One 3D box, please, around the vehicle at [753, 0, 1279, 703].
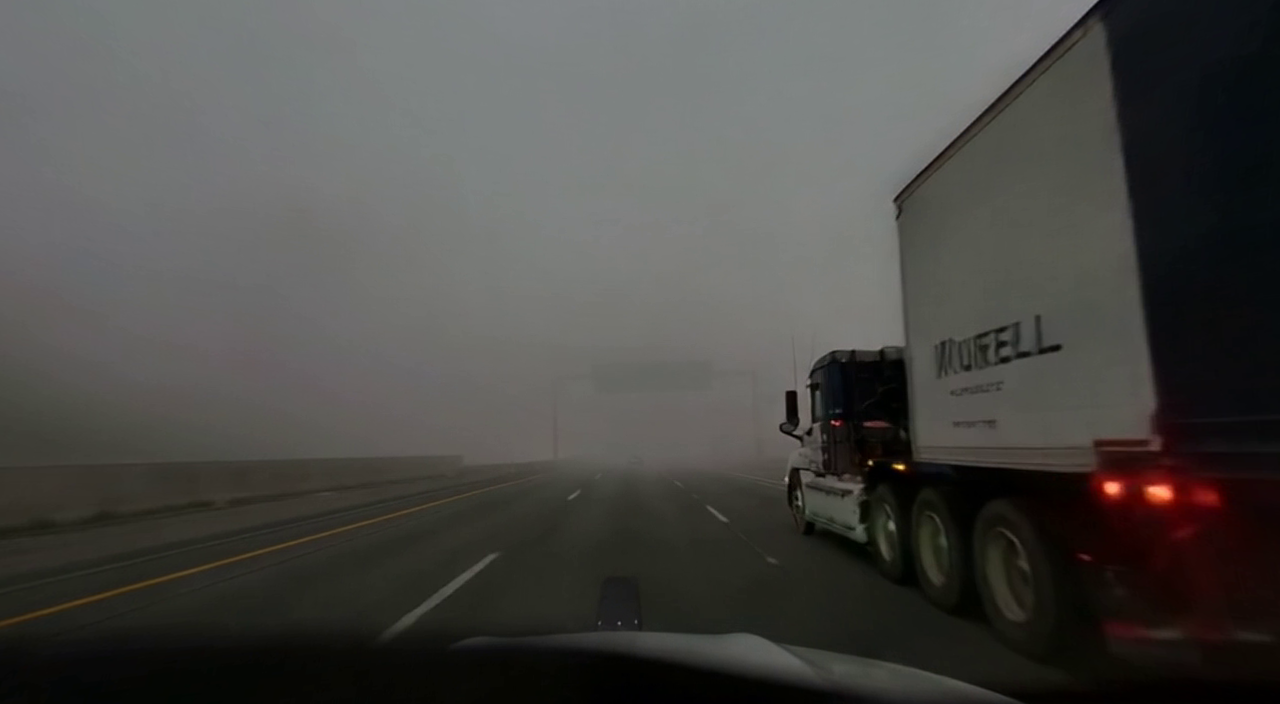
[{"bbox_3d":[3.990,0.607,7.989,3.027,3.989,10.585,0,-9,0],"label":"vehicle"}]
